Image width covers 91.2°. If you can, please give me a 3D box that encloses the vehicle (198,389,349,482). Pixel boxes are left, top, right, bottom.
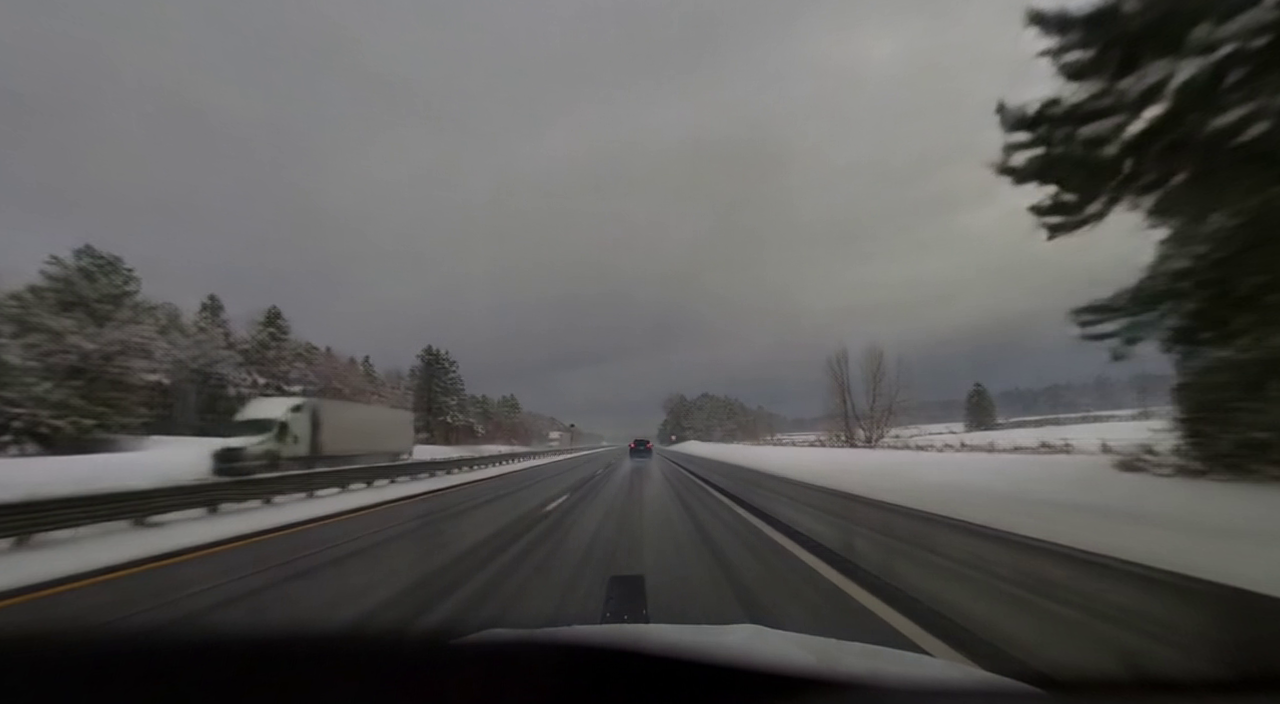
[{"bbox_3d":[-16.622,3.861,29.130,2.977,3.808,6.217,0,-8,1],"label":"vehicle"}]
